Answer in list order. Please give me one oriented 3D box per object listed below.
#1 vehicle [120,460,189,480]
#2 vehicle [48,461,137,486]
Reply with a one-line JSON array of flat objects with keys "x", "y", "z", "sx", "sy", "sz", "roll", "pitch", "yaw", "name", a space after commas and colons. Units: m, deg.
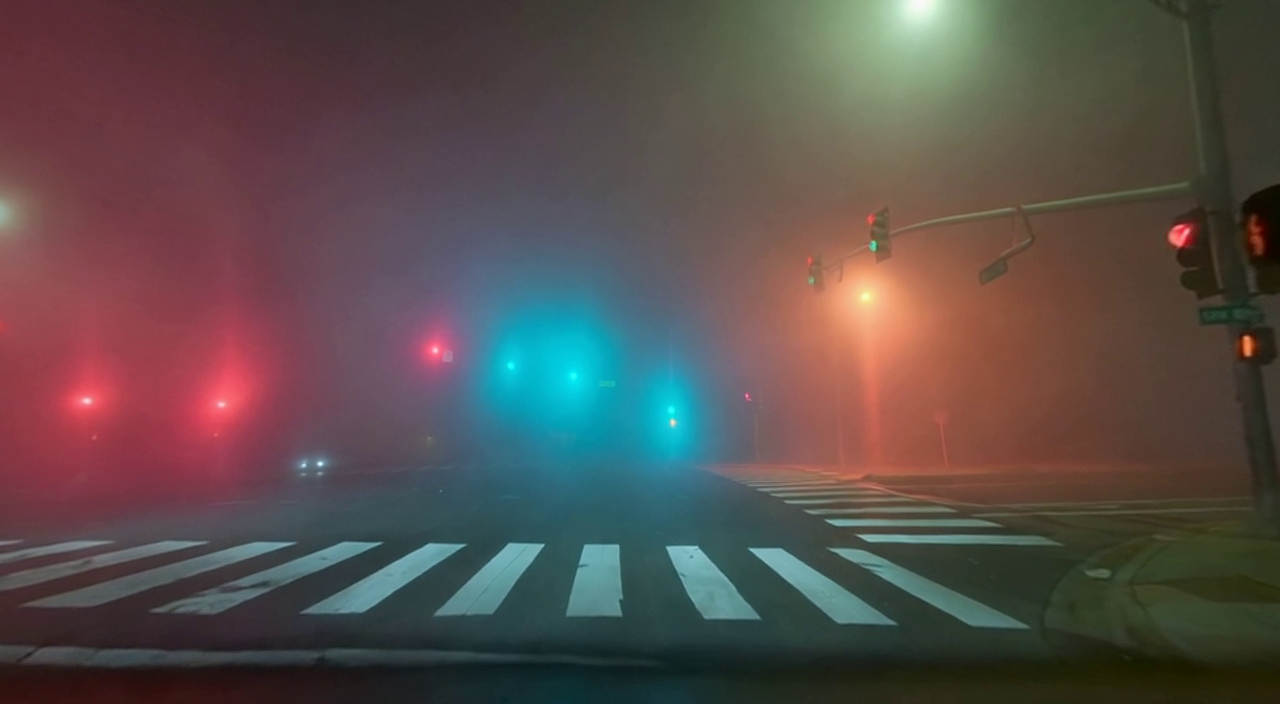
[{"x": -35.897, "y": 8.716, "z": 46.665, "sx": 3.681, "sy": 1.423, "sz": 1.680, "roll": 0, "pitch": -8, "yaw": -1, "name": "vehicle"}, {"x": -36.142, "y": 8.001, "z": 41.673, "sx": 4.241, "sy": 1.413, "sz": 1.673, "roll": -2, "pitch": -7, "yaw": -2, "name": "vehicle"}]
